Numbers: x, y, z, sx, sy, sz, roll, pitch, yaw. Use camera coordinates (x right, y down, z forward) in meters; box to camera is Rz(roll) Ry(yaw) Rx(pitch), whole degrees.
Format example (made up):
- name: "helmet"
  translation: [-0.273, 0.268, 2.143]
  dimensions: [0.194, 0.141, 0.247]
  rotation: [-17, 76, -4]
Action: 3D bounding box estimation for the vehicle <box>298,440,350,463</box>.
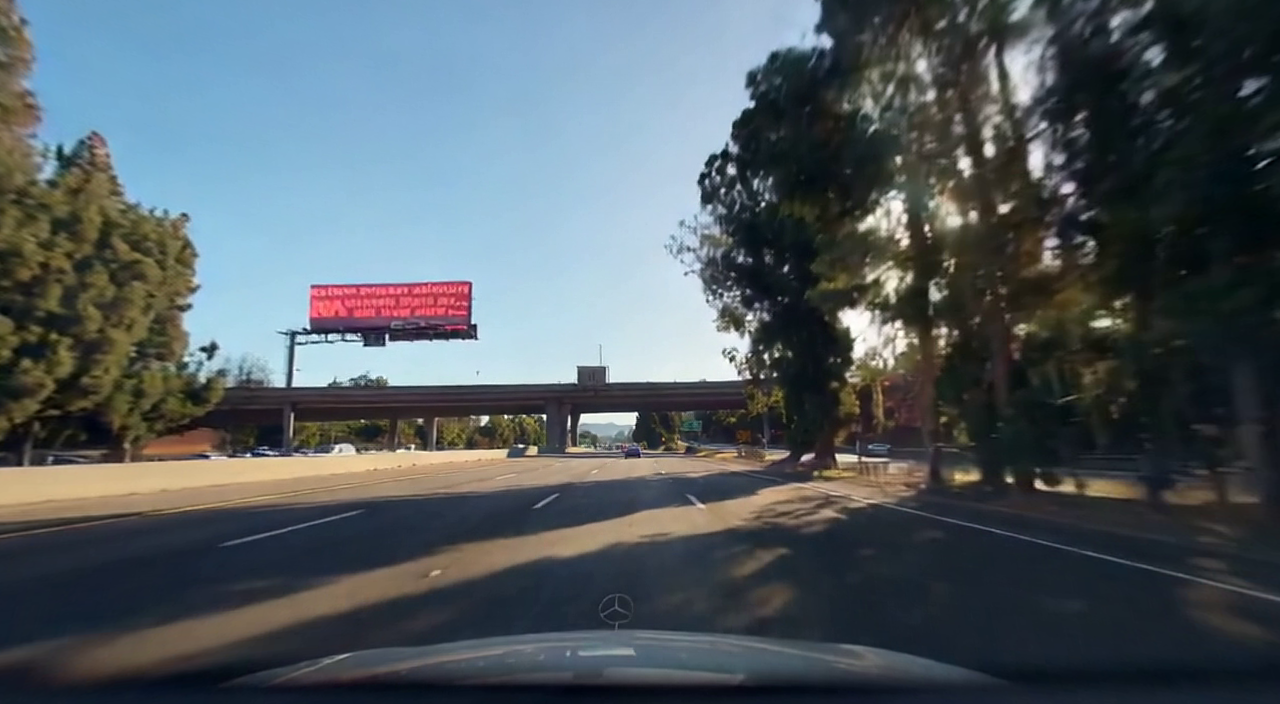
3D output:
- name: "vehicle"
  translation: [-20.006, 6.296, 40.158]
  dimensions: [1.459, 1.356, 3.255]
  rotation: [-1, -8, 4]
